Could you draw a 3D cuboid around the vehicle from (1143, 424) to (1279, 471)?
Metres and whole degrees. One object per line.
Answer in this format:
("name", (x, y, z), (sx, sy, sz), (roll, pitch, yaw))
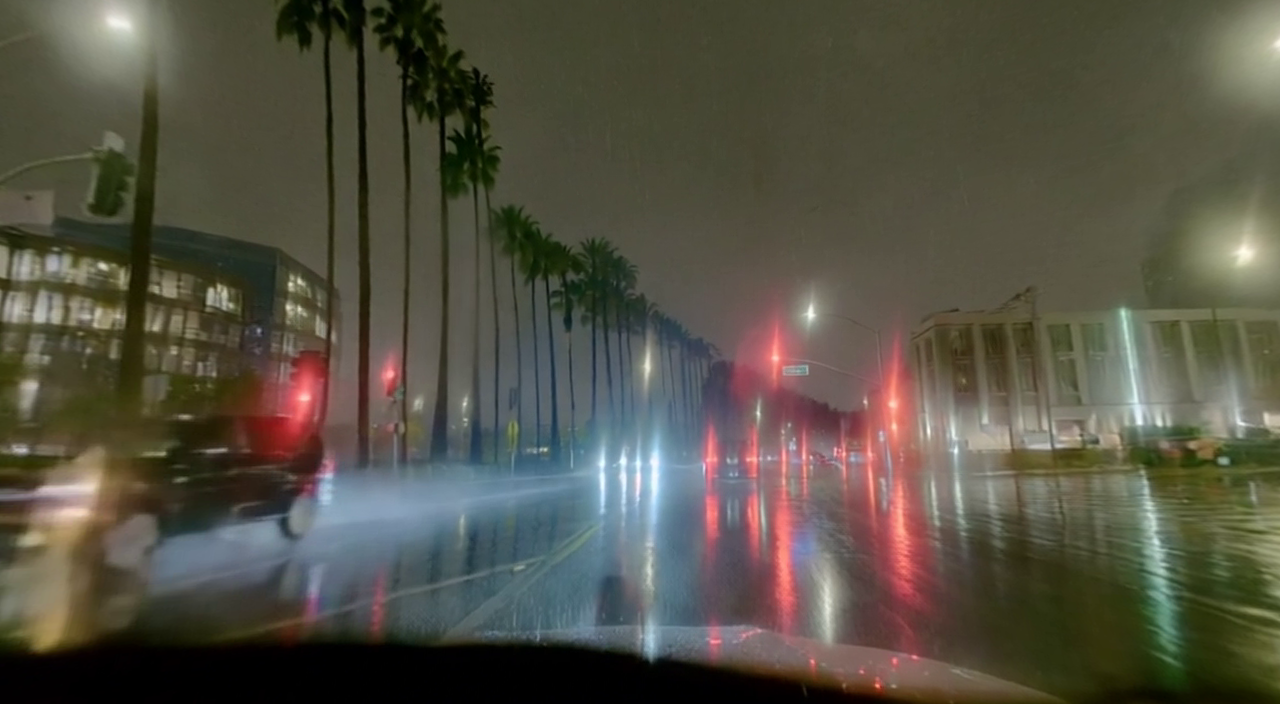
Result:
("vehicle", (24.633, 4.039, 26.853), (5.049, 1.861, 2.081), (2, -8, -10))

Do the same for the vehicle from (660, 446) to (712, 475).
("vehicle", (2.544, 5.848, 34.236), (2.048, 1.418, 4.177), (-2, -9, 15))

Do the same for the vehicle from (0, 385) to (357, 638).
("vehicle", (-5.187, 1.424, 6.568), (2.013, 1.746, 4.366), (-1, -8, 7))

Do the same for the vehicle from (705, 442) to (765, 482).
("vehicle", (4.005, 4.498, 26.165), (2.096, 1.492, 4.071), (-2, -9, 13))
